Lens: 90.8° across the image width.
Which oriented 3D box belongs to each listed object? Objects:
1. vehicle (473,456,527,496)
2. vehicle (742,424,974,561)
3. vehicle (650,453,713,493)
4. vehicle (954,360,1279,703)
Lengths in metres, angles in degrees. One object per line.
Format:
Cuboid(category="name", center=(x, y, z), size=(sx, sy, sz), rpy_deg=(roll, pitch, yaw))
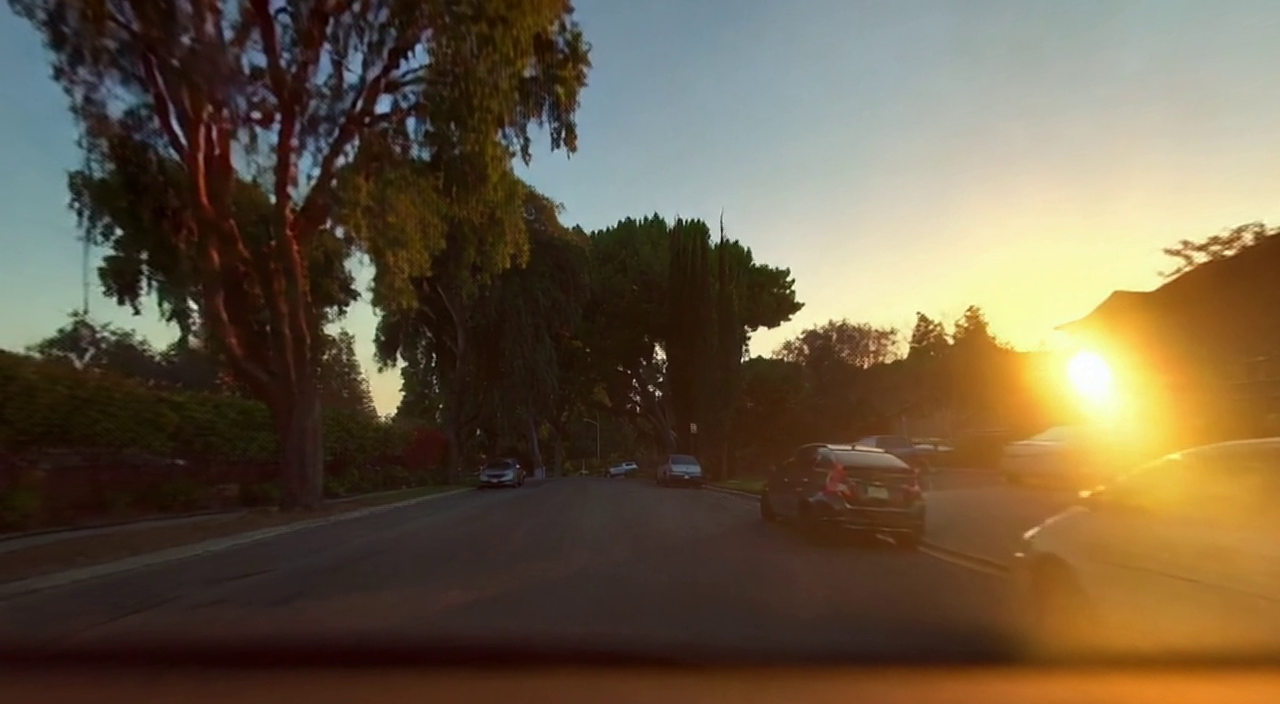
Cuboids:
Cuboid(category="vehicle", center=(-6.885, 6.110, 31.492), size=(2.051, 1.575, 4.581), rpy_deg=(-2, -7, -5))
Cuboid(category="vehicle", center=(3.270, 2.208, 10.754), size=(1.990, 1.753, 4.783), rpy_deg=(0, -9, -3))
Cuboid(category="vehicle", center=(1.893, 5.784, 30.564), size=(2.163, 1.742, 4.239), rpy_deg=(1, -9, -8))
Cuboid(category="vehicle", center=(3.467, 0.910, 2.614), size=(1.970, 1.709, 4.568), rpy_deg=(-1, -9, 0))
